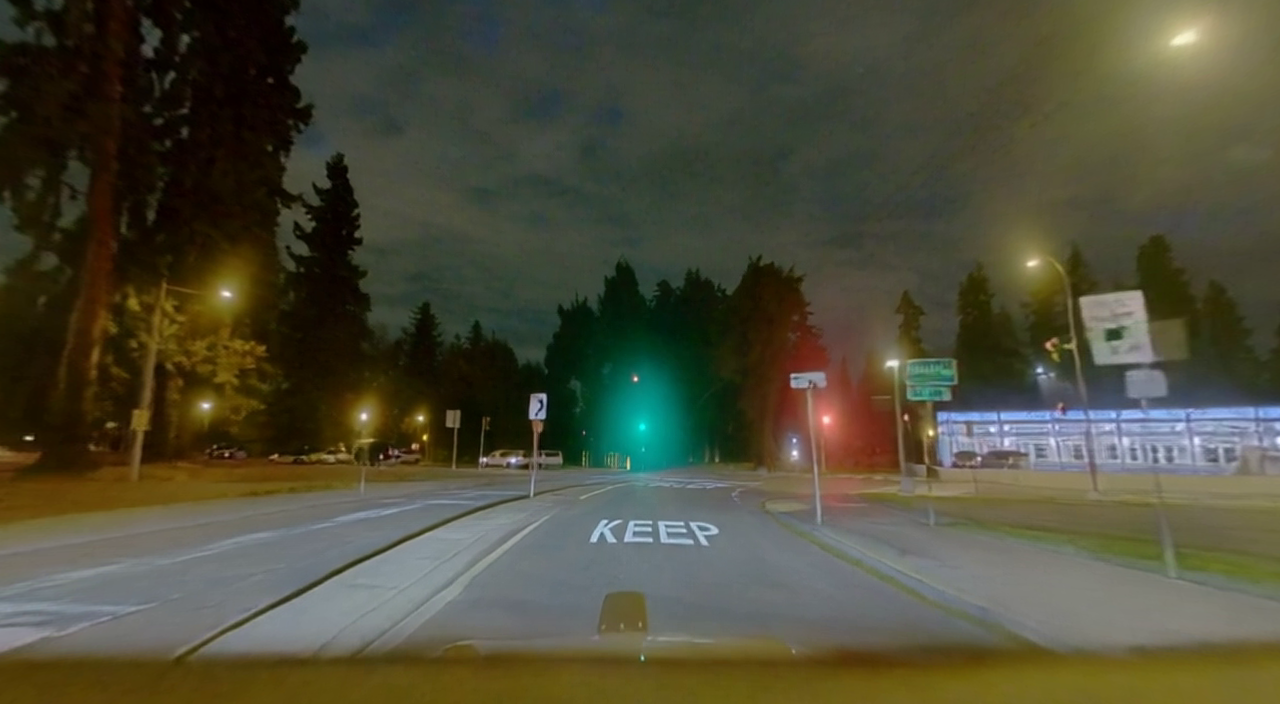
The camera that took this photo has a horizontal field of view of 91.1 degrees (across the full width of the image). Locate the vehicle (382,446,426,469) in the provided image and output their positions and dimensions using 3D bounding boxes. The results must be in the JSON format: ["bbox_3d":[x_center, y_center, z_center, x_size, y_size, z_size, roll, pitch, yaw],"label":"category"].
[{"bbox_3d":[-15.213,6.797,40.611,1.789,1.399,4.236,2,-9,-9],"label":"vehicle"}]

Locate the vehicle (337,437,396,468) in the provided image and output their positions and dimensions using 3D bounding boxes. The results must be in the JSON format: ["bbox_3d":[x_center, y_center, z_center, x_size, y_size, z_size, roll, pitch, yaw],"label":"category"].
[{"bbox_3d":[-18.214,6.695,42.100,2.337,1.934,4.843,1,-9,-8],"label":"vehicle"}]

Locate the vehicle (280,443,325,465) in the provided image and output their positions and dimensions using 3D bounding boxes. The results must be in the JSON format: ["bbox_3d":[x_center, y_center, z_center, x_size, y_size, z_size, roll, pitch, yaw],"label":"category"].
[{"bbox_3d":[-24.544,7.443,45.748,1.771,1.510,3.545,2,-9,-9],"label":"vehicle"}]
